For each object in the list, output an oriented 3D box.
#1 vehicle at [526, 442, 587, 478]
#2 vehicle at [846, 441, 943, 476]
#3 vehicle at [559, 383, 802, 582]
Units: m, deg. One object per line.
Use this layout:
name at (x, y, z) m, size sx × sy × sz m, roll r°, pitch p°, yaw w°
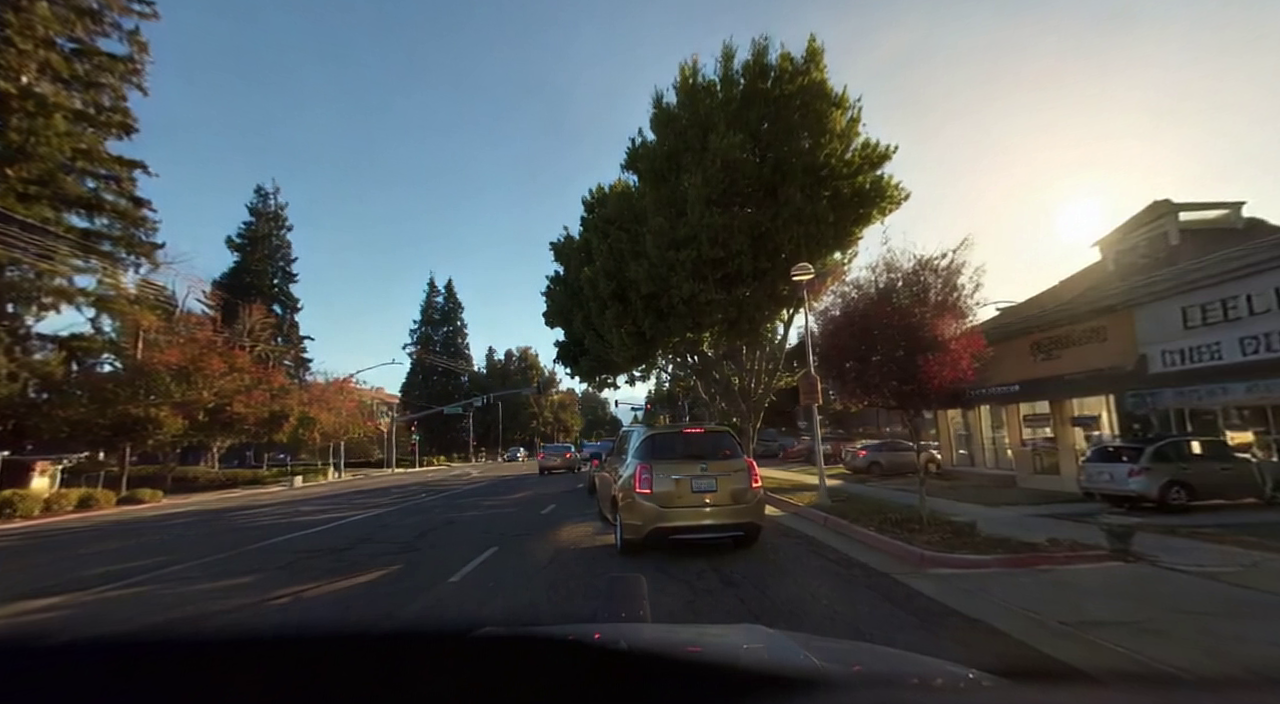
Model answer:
vehicle at (-3.607, 4.761, 27.967) m, size 2.026 × 1.466 × 4.282 m, roll 0°, pitch -8°, yaw 2°
vehicle at (12.104, 5.068, 29.997) m, size 3.811 × 1.557 × 1.800 m, roll 1°, pitch -9°, yaw -10°
vehicle at (0.168, 1.649, 8.740) m, size 2.052 × 1.955 × 4.642 m, roll 2°, pitch -9°, yaw -13°
